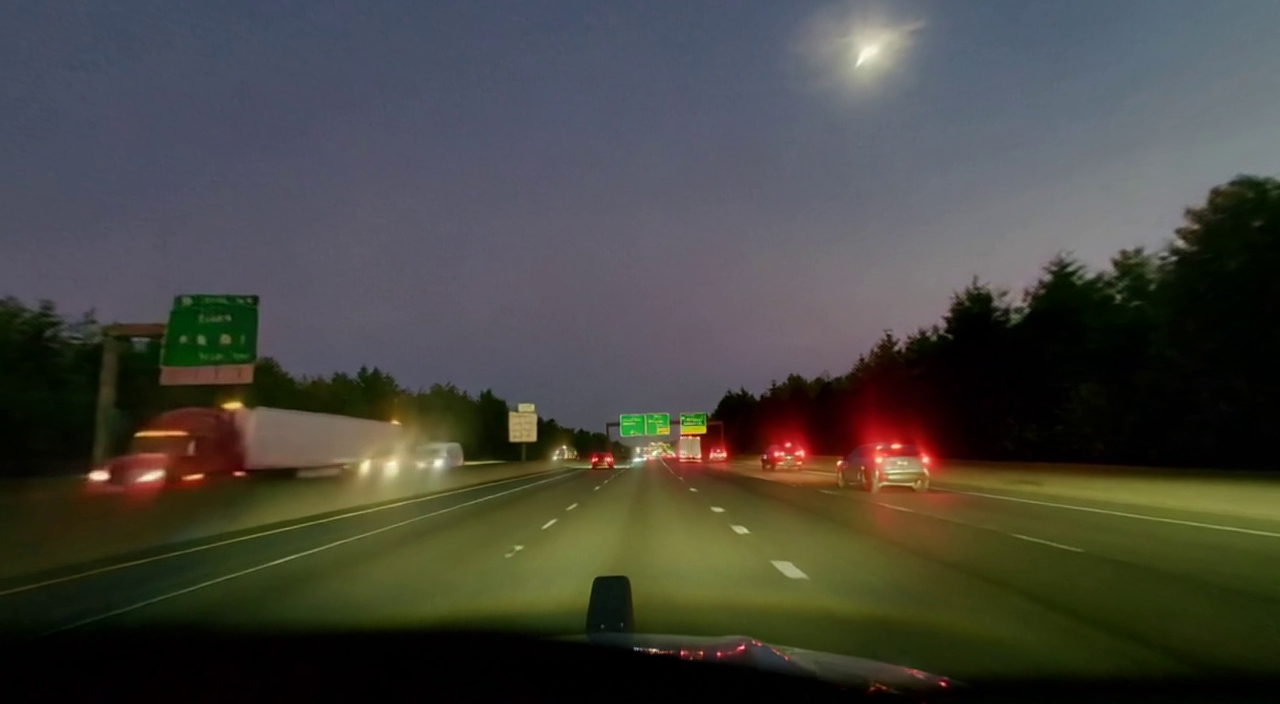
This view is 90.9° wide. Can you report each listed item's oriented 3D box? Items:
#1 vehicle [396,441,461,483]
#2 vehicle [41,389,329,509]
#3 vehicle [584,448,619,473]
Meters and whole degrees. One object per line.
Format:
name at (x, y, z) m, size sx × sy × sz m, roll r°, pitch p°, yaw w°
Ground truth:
vehicle at (-13.984, 7.304, 42.127) m, size 2.331 × 2.554 × 5.554 m, roll 0°, pitch -9°, yaw 1°
vehicle at (-18.193, 4.158, 27.144) m, size 3.189 × 3.995 × 12.063 m, roll 0°, pitch -9°, yaw 1°
vehicle at (-2.662, 7.656, 44.721) m, size 2.086 × 1.650 × 4.122 m, roll 0°, pitch -9°, yaw 2°
